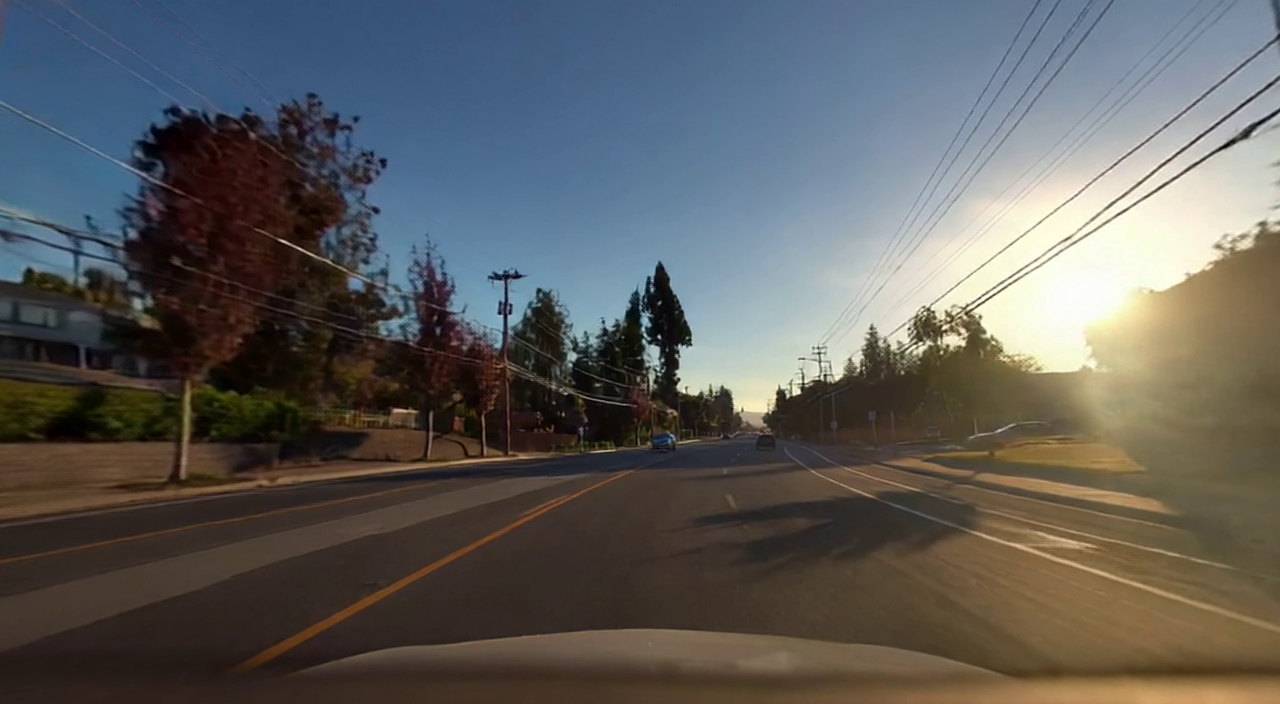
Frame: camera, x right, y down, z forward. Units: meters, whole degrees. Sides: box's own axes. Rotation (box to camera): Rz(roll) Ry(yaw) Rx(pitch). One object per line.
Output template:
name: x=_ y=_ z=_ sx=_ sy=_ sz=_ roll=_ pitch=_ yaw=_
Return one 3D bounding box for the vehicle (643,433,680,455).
vehicle: x=1.609 y=6.635 z=45.527 sx=1.974 sy=1.479 sz=4.392 roll=-2 pitch=-9 yaw=12

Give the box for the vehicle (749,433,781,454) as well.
vehicle: x=9.017 y=6.640 z=45.694 sx=1.982 sy=1.451 sz=4.152 roll=-1 pitch=-9 yaw=7

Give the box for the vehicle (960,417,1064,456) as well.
vehicle: x=20.826 y=4.766 z=35.350 sx=4.687 sy=1.805 sz=2.130 roll=-10 pitch=-12 yaw=34
